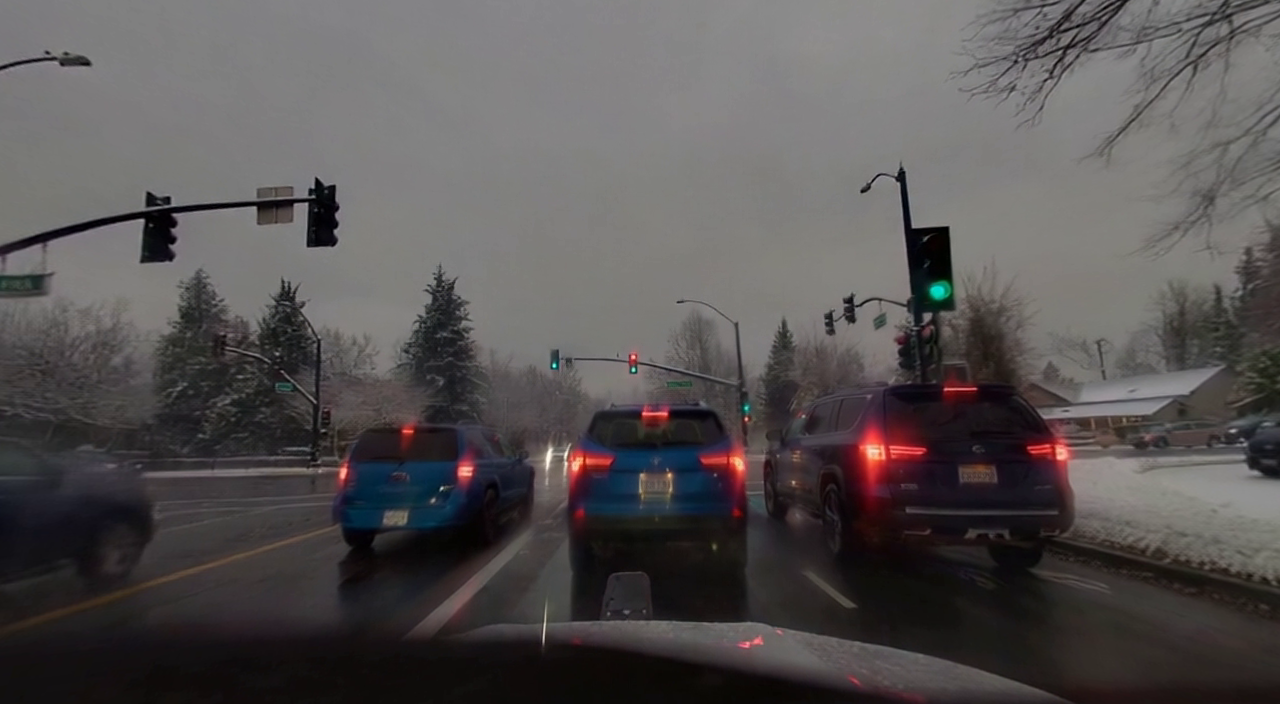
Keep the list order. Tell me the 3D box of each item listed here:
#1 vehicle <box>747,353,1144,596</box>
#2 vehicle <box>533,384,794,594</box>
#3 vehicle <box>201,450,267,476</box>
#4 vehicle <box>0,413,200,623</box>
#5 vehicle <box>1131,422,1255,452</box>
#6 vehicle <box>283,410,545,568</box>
[{"bbox_3d":[3.088,1.453,8.283,2.338,2.063,5.672,0,-8,0],"label":"vehicle"},{"bbox_3d":[0.167,1.479,7.581,2.235,1.778,4.178,0,-8,-1],"label":"vehicle"},{"bbox_3d":[-29.329,8.013,45.714,1.820,1.699,4.308,-1,-8,2],"label":"vehicle"},{"bbox_3d":[-6.311,1.359,5.141,2.193,1.687,4.507,0,-8,-1],"label":"vehicle"},{"bbox_3d":[28.167,4.341,32.224,4.512,1.444,1.859,0,-8,0],"label":"vehicle"},{"bbox_3d":[-2.748,1.792,9.032,2.058,1.659,4.514,0,-8,0],"label":"vehicle"}]
